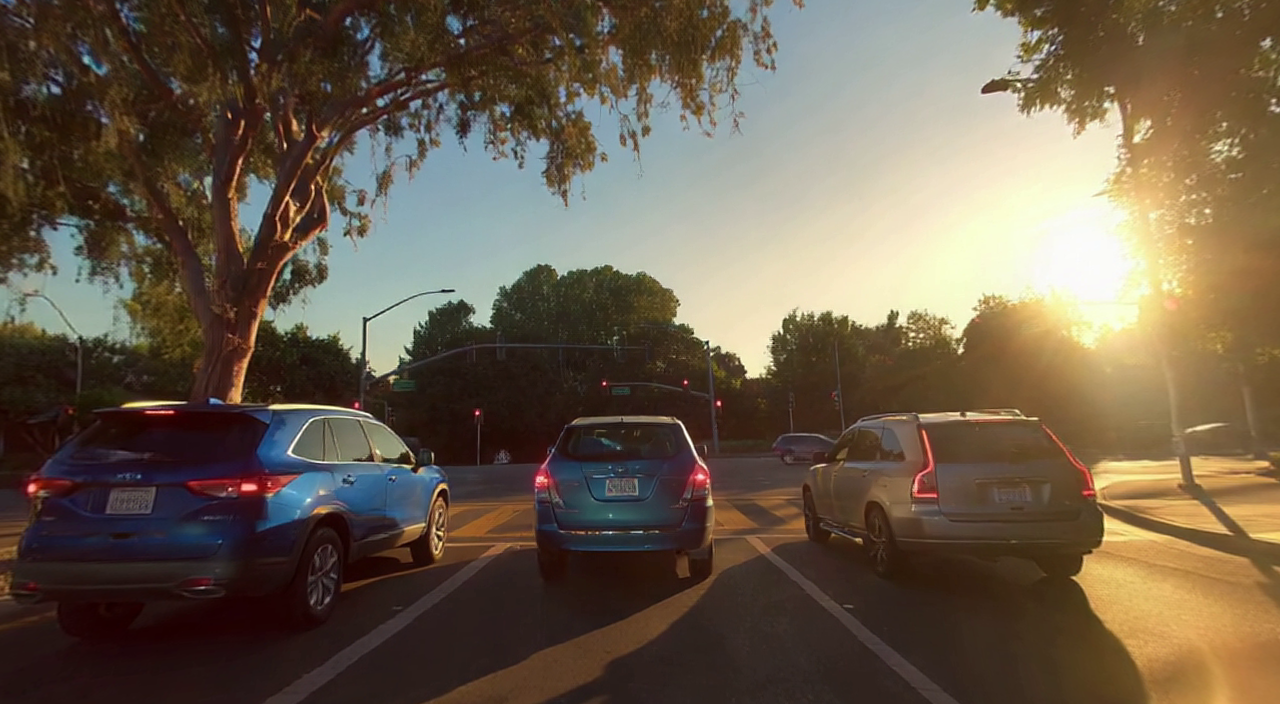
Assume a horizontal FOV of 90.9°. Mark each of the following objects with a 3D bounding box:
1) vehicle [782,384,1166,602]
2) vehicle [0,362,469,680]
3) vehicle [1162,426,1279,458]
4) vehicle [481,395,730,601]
[{"bbox_3d":[3.261,1.487,7.515,2.083,1.779,4.532,0,-8,0],"label":"vehicle"},{"bbox_3d":[-3.279,1.280,5.886,2.047,1.810,4.414,0,-8,1],"label":"vehicle"},{"bbox_3d":[28.848,4.400,30.805,5.018,1.435,1.920,0,-9,-3],"label":"vehicle"},{"bbox_3d":[-0.239,1.509,7.318,2.067,1.702,3.987,0,-8,2],"label":"vehicle"}]
